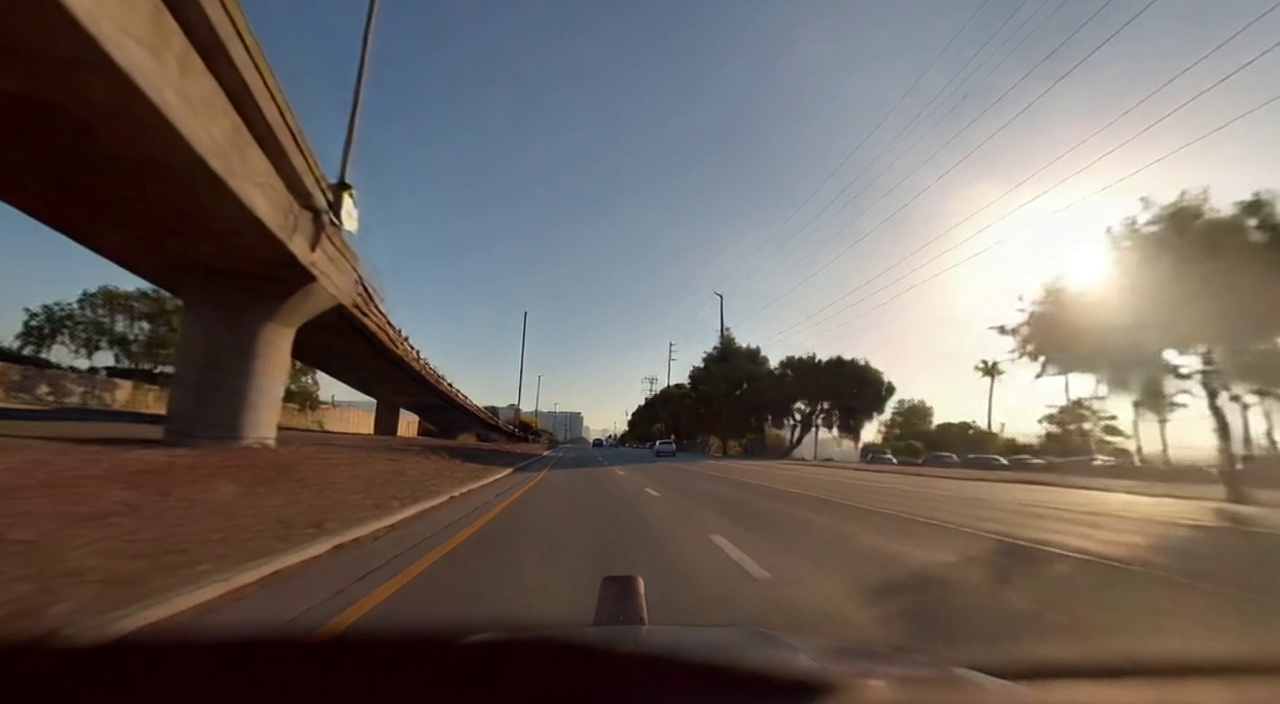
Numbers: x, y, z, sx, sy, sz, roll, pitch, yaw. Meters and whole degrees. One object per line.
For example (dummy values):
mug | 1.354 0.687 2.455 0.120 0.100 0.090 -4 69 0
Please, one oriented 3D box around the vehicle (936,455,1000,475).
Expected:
vehicle | 25.103 8.672 48.401 4.057 1.399 1.750 3 -10 -9

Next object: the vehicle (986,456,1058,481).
vehicle | 27.932 8.542 46.255 4.118 1.676 1.948 1 -10 -12
